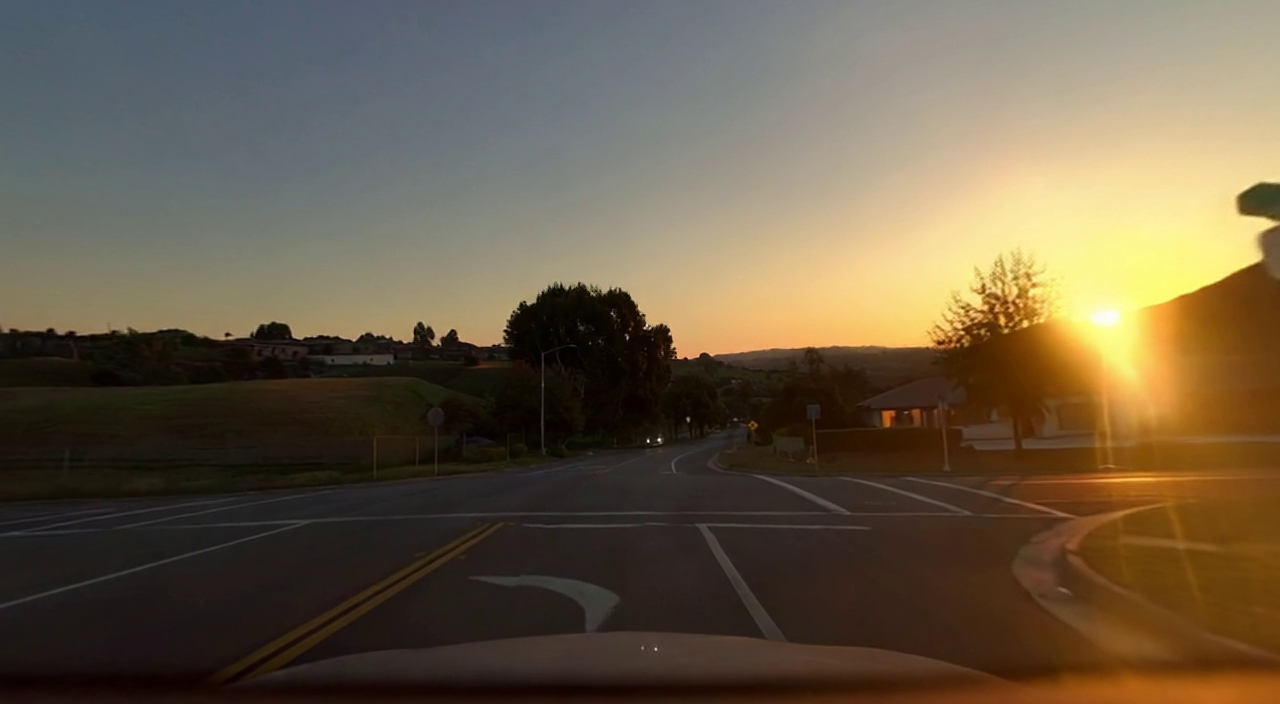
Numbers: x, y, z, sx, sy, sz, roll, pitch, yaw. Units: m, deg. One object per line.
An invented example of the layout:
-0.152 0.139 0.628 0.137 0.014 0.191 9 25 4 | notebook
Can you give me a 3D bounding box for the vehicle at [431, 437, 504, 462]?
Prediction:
-12.669 7.144 46.418 4.702 1.761 1.978 0 -8 3 | vehicle
